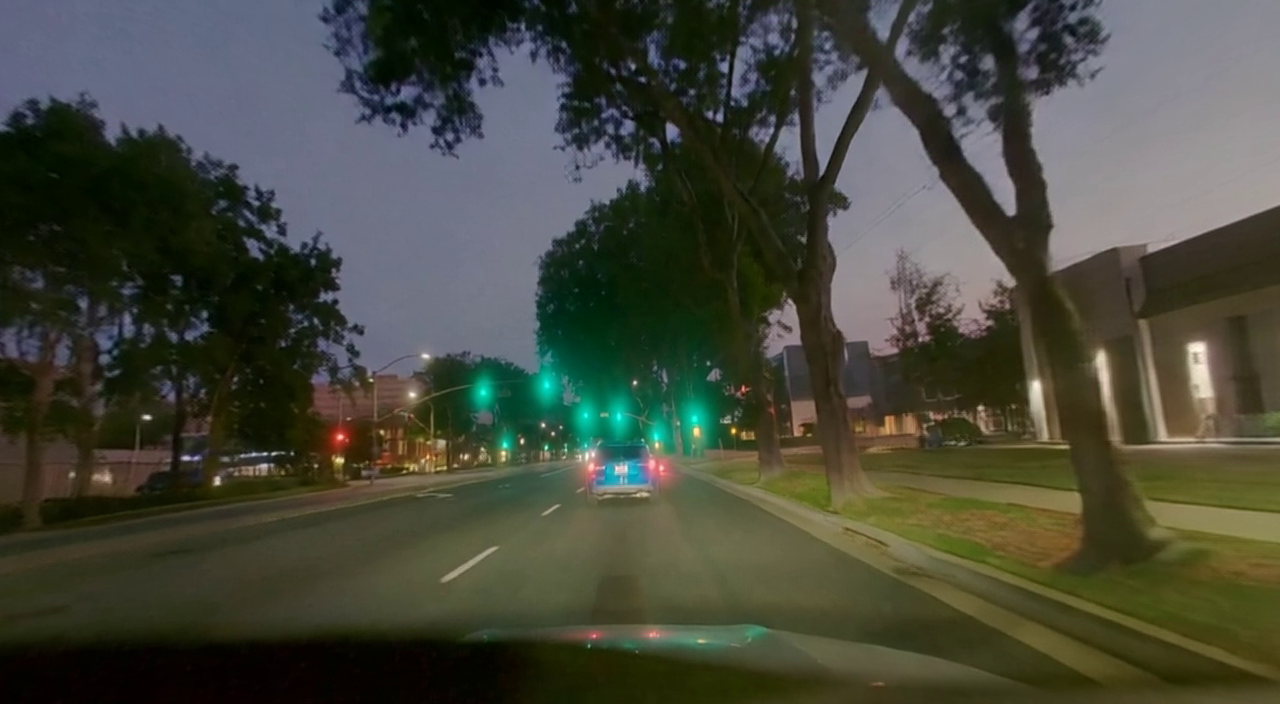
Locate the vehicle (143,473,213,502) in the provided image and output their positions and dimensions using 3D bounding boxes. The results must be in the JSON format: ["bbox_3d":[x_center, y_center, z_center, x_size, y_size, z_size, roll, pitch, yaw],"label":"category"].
[{"bbox_3d":[-28.601,8.357,39.265,1.771,1.435,4.144,-7,-10,-9],"label":"vehicle"}]

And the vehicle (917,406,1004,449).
[{"bbox_3d":[16.321,3.977,32.520,2.039,1.990,5.111,-1,-9,4],"label":"vehicle"}]

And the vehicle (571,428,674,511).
[{"bbox_3d":[-0.405,2.760,15.253,2.136,1.703,3.910,0,-9,-1],"label":"vehicle"}]
